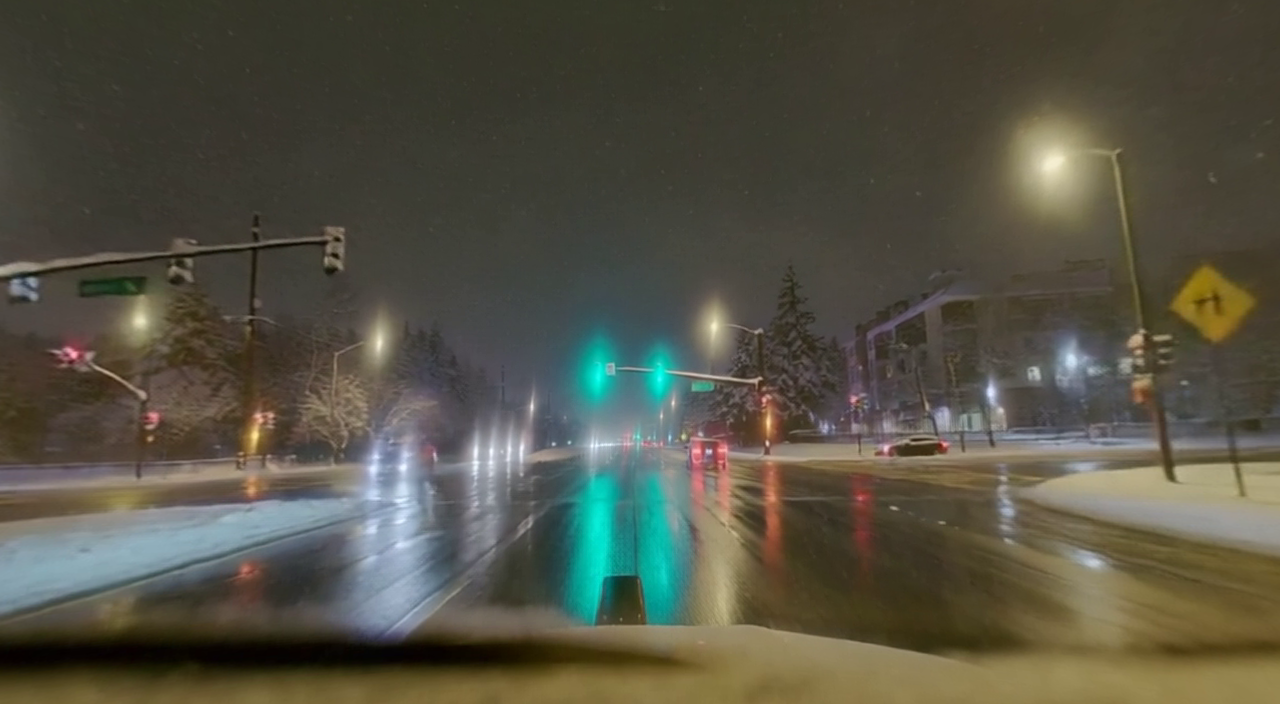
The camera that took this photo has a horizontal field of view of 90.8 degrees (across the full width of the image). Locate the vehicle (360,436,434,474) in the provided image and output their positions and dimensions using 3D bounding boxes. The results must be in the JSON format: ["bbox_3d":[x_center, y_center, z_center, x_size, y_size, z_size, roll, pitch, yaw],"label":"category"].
[{"bbox_3d":[-12.245,5.221,32.171,1.951,1.759,4.518,-1,-8,0],"label":"vehicle"}]

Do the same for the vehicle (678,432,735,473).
[{"bbox_3d":[3.033,4.701,29.723,2.069,1.761,4.610,0,-8,-1],"label":"vehicle"}]

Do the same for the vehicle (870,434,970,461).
[{"bbox_3d":[16.404,5.610,37.249,4.839,1.490,2.134,-1,-8,4],"label":"vehicle"}]

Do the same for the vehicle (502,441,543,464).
[{"bbox_3d":[-8.070,6.935,43.797,1.963,1.472,4.584,-1,-8,0],"label":"vehicle"}]
